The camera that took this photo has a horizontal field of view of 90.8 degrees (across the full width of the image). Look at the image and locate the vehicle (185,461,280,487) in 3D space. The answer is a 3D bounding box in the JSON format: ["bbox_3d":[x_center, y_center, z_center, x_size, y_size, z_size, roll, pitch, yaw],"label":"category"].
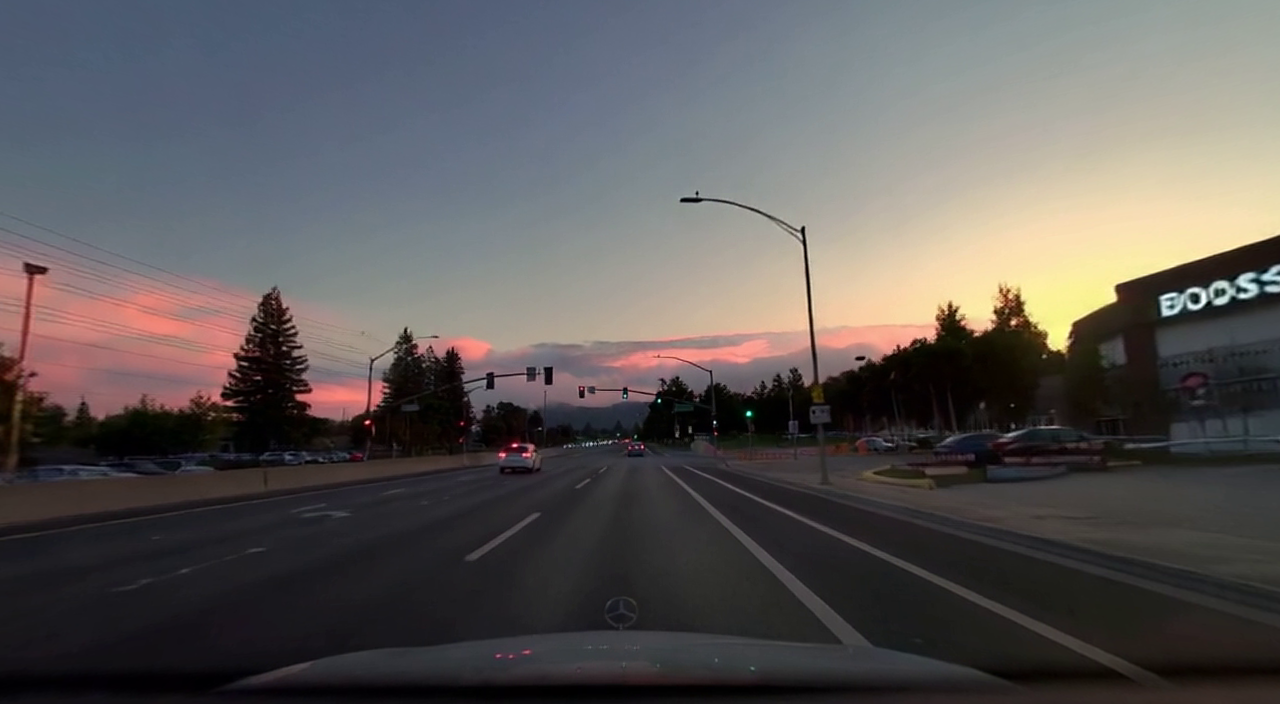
[{"bbox_3d":[-24.761,7.428,38.514,4.403,1.465,1.928,0,-9,-3],"label":"vehicle"}]

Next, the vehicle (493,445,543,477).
[{"bbox_3d":[-6.063,5.457,31.867,1.928,1.451,4.219,0,-9,-4],"label":"vehicle"}]
